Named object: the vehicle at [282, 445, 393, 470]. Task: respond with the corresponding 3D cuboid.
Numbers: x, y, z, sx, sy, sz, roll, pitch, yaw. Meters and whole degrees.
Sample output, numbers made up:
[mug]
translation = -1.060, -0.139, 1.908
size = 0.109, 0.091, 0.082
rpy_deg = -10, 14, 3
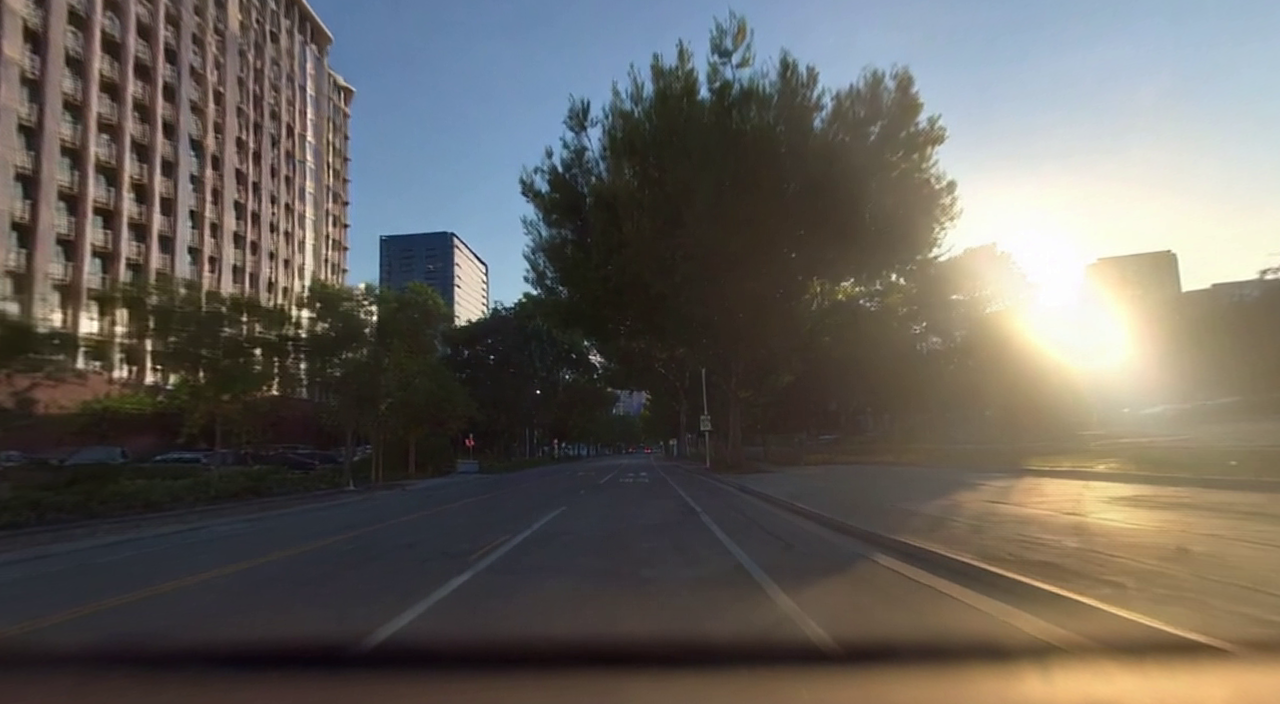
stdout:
[vehicle]
translation = -18.488, 6.482, 38.723
size = 5.962, 1.458, 1.711
rpy_deg = 0, -10, 3
